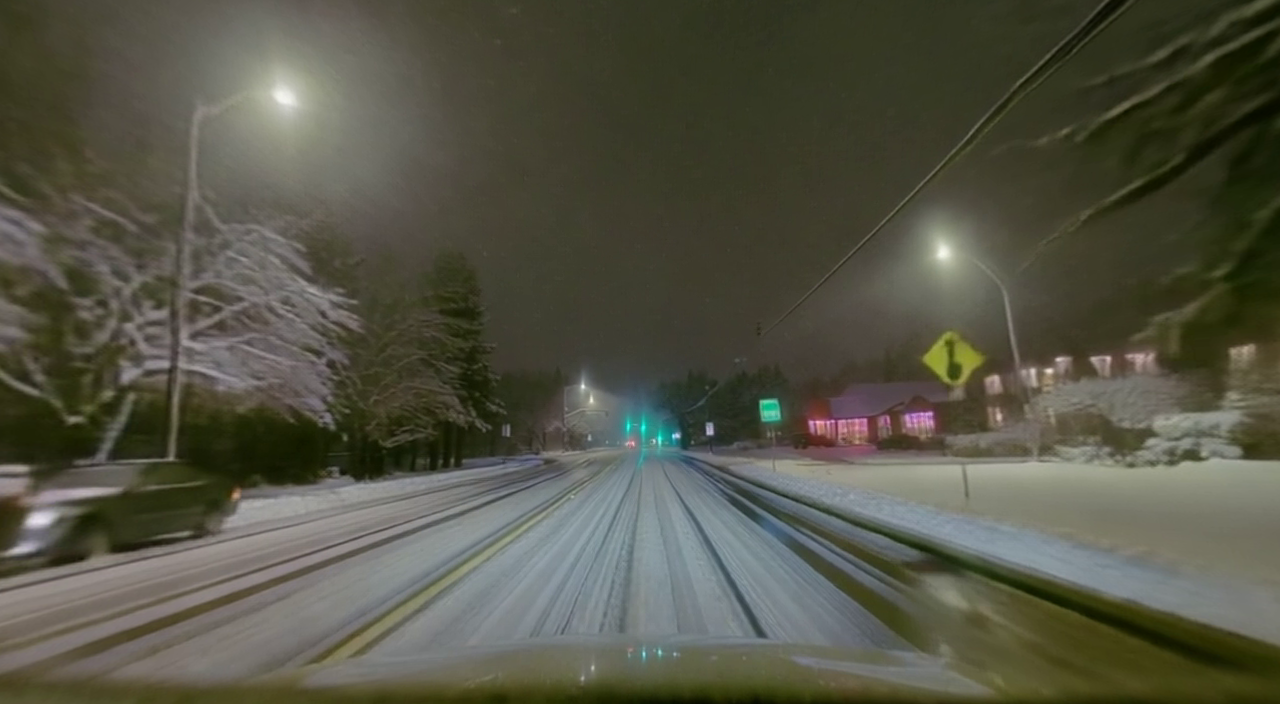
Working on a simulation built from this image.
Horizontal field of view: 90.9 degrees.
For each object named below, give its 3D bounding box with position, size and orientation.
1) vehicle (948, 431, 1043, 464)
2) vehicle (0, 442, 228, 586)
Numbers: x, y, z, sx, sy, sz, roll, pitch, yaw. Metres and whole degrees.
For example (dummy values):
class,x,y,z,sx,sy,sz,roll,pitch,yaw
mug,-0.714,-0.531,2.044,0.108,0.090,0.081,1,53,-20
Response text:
class,x,y,z,sx,sy,sz,roll,pitch,yaw
vehicle,20.336,5.482,36.221,4.151,1.730,2.131,0,-9,4
vehicle,-7.981,2.065,8.478,1.864,1.442,4.269,-3,-6,3
